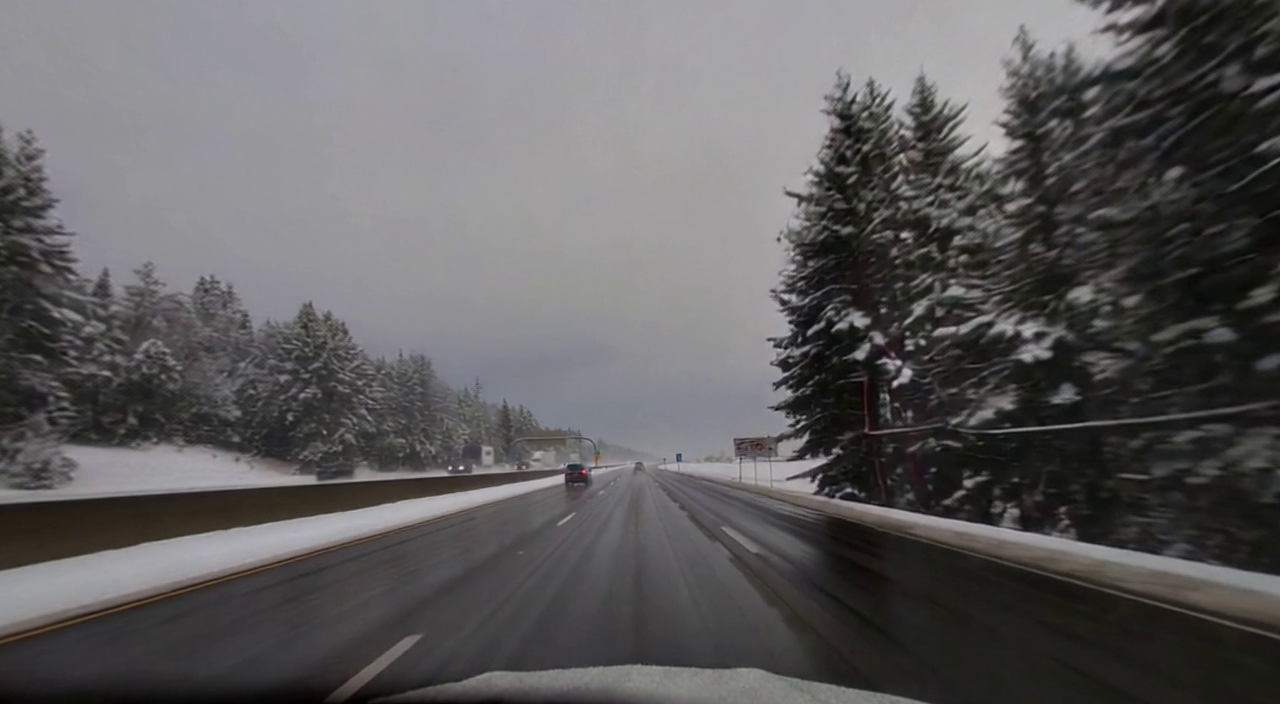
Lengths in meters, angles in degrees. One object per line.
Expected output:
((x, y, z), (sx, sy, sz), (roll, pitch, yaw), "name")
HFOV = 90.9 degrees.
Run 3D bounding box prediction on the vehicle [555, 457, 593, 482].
((-4.791, 8.600, 46.173), (2.175, 1.658, 4.582), (1, -10, 1), "vehicle")
